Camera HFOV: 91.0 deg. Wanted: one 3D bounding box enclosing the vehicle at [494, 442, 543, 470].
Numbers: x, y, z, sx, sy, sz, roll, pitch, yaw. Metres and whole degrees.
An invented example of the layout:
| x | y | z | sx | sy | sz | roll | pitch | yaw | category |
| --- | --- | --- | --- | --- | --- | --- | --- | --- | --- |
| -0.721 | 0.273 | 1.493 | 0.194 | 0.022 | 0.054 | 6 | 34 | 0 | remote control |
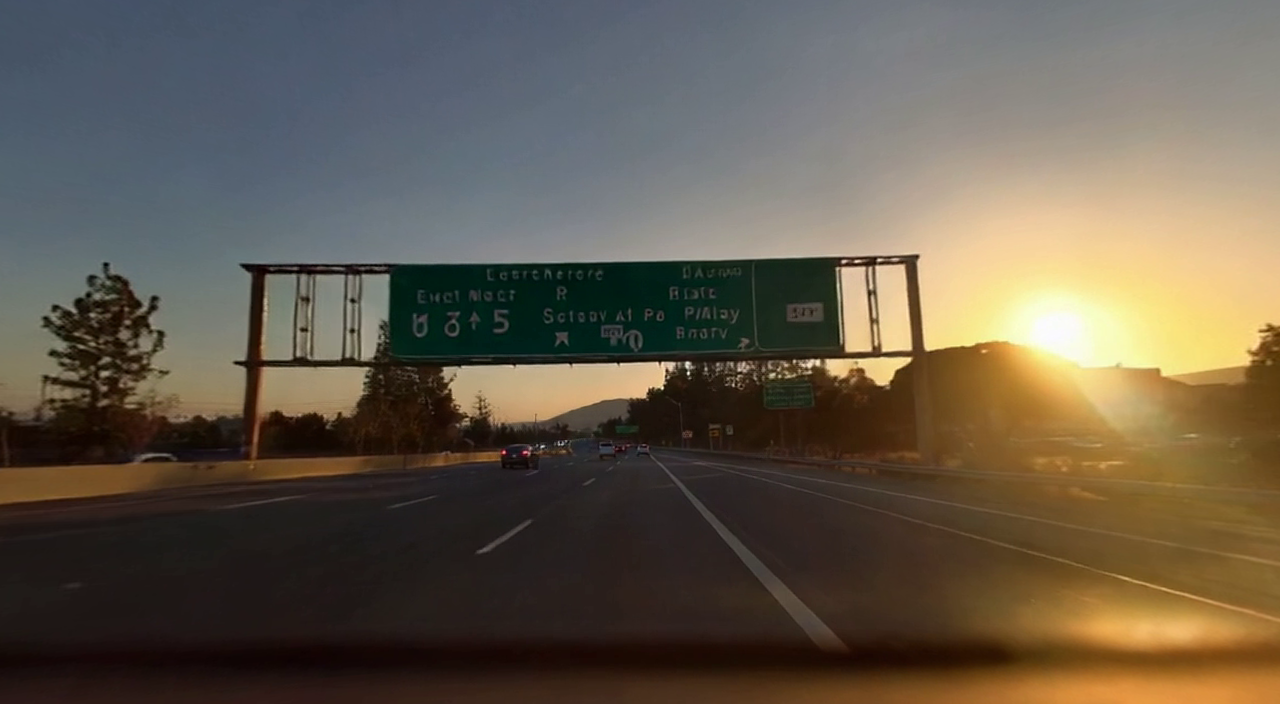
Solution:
| x | y | z | sx | sy | sz | roll | pitch | yaw | category |
| --- | --- | --- | --- | --- | --- | --- | --- | --- | --- |
| -6.976 | 6.014 | 36.604 | 1.985 | 1.513 | 4.172 | 0 | -8 | 1 | vehicle |
